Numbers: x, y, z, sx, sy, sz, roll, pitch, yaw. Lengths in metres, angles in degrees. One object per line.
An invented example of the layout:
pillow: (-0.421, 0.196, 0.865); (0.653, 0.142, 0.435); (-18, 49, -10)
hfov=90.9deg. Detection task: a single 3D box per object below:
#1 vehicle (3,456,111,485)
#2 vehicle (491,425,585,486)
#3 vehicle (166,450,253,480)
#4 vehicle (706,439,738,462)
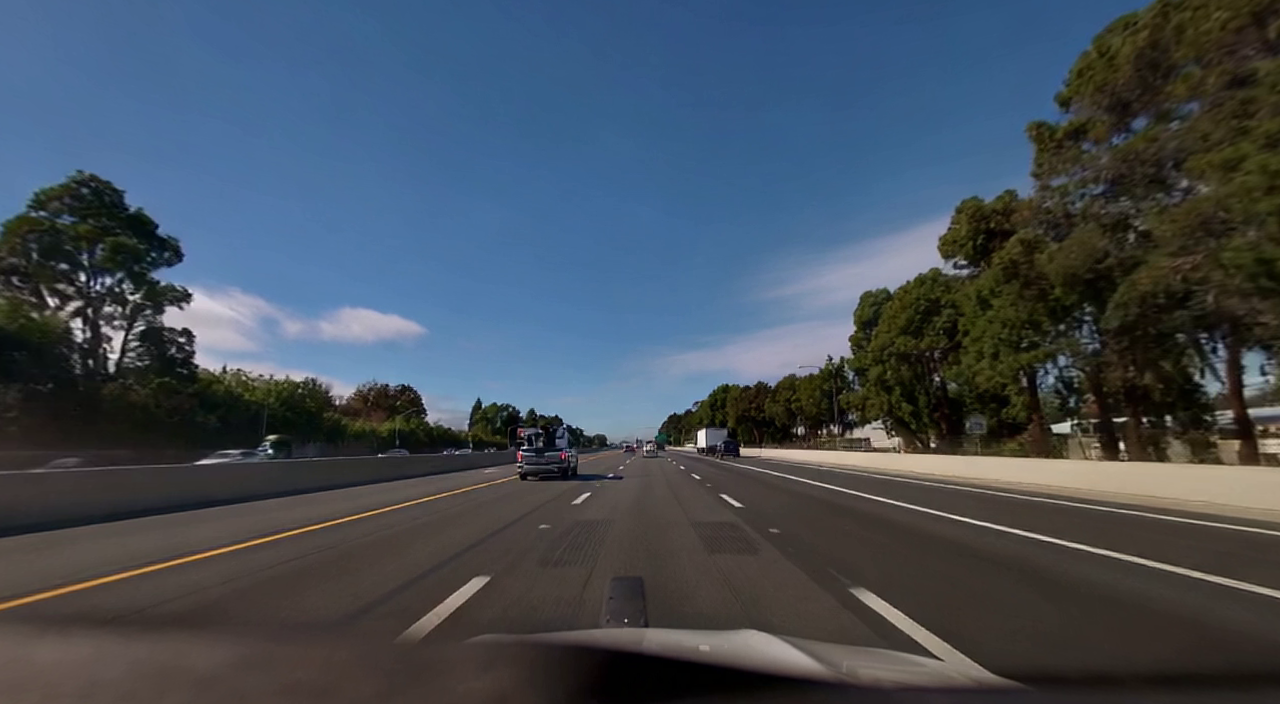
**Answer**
vehicle: (-34.556, 7.011, 37.560); (1.896, 1.474, 4.657); (0, -8, 2)
vehicle: (-3.567, 3.771, 23.275); (2.453, 1.952, 5.320); (0, -8, 2)
vehicle: (-24.962, 6.552, 36.775); (1.864, 1.600, 4.467); (0, -8, 1)
vehicle: (6.427, 7.747, 49.642); (2.063, 1.706, 4.259); (0, -8, 1)
